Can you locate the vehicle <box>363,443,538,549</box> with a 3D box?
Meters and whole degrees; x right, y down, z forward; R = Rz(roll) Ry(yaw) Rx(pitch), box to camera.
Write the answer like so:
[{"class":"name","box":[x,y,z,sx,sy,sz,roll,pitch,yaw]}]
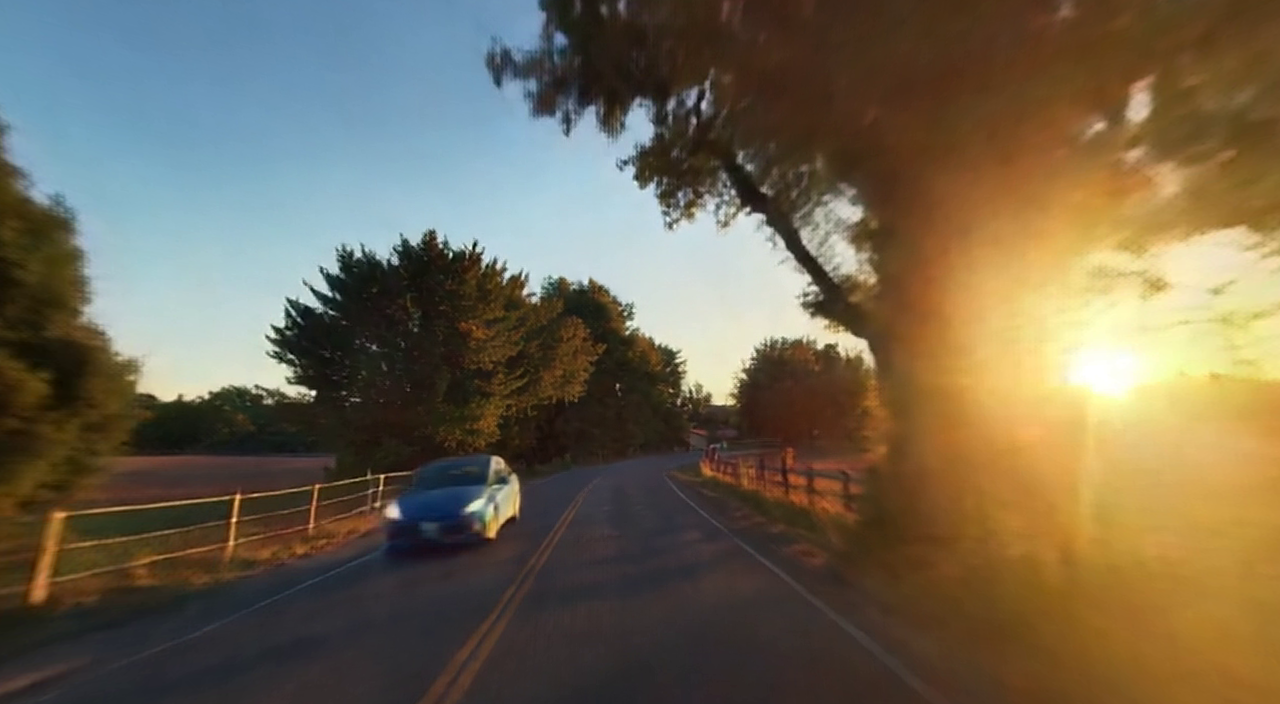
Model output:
[{"class":"vehicle","box":[-3.087,2.398,11.171,1.987,1.521,3.649,0,-9,-1]}]
